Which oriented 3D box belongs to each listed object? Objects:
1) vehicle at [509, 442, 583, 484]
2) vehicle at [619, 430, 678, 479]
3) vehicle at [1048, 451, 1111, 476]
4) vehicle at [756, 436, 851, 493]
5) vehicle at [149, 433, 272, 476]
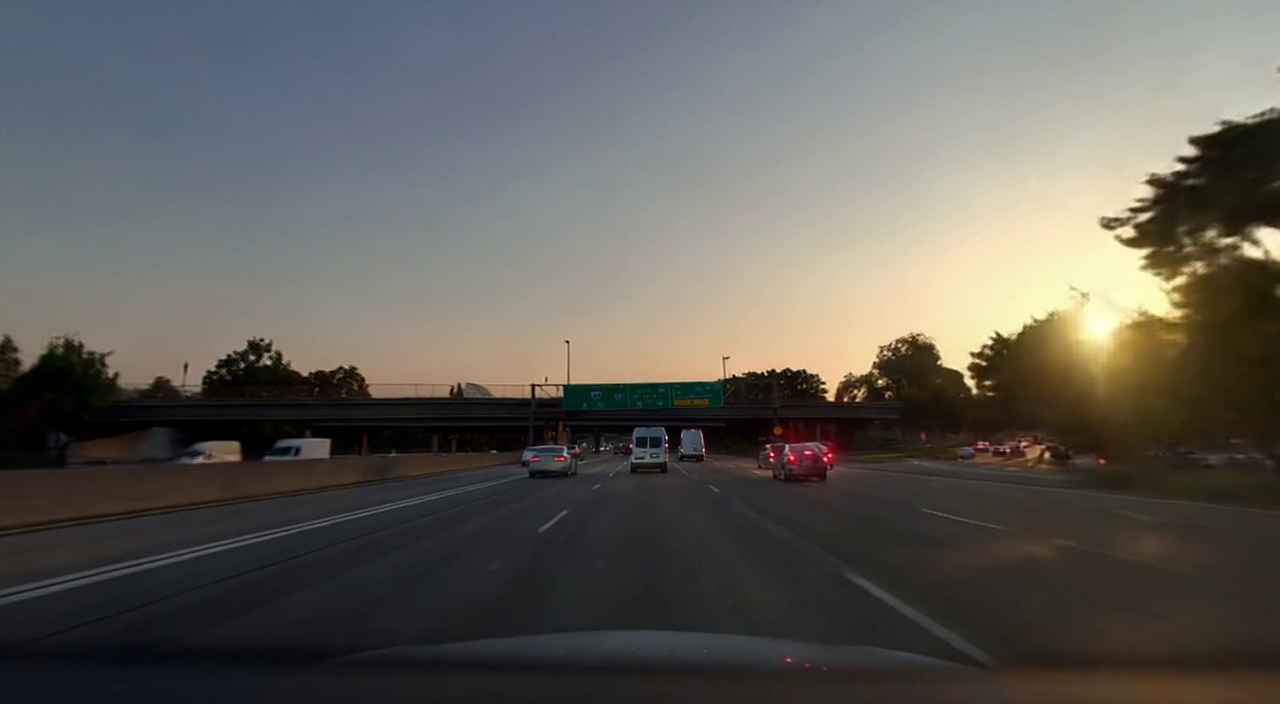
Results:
[{"bbox_3d":[-3.687,4.474,25.726,2.173,1.542,4.781,0,-9,2],"label":"vehicle"},{"bbox_3d":[0.378,4.716,29.200,2.509,2.062,4.639,0,-9,1],"label":"vehicle"},{"bbox_3d":[32.709,8.286,46.998,2.039,1.718,4.674,-1,-9,11],"label":"vehicle"},{"bbox_3d":[5.385,3.748,21.376,2.146,1.678,4.489,0,-9,2],"label":"vehicle"},{"bbox_3d":[-33.388,8.037,49.648,2.918,3.000,9.282,0,-8,2],"label":"vehicle"}]
